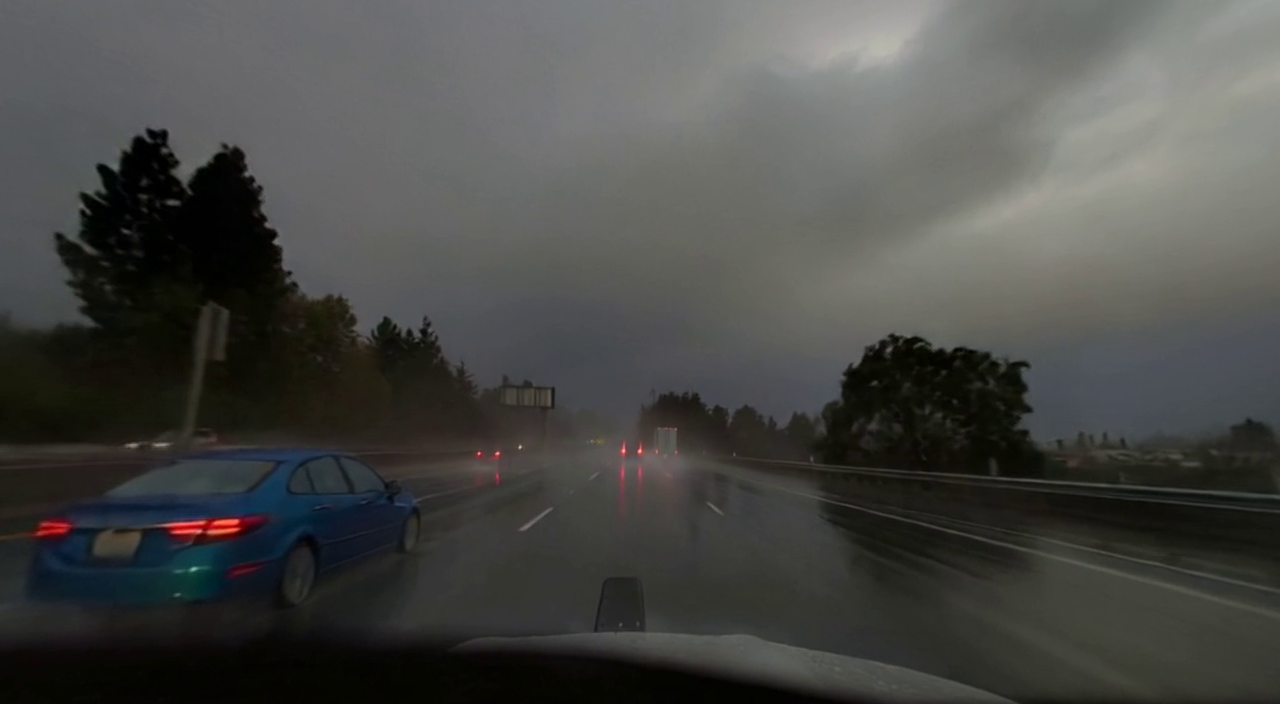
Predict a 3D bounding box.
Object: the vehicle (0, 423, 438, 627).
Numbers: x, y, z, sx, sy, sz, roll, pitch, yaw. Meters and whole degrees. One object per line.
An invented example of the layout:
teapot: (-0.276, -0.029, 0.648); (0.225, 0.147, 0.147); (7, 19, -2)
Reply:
vehicle: (-3.956, 1.608, 6.879); (2.090, 1.487, 4.276); (0, -9, 0)

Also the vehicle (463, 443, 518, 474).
vehicle: (-7.643, 5.488, 32.752); (1.915, 1.479, 3.843); (0, -9, 0)
